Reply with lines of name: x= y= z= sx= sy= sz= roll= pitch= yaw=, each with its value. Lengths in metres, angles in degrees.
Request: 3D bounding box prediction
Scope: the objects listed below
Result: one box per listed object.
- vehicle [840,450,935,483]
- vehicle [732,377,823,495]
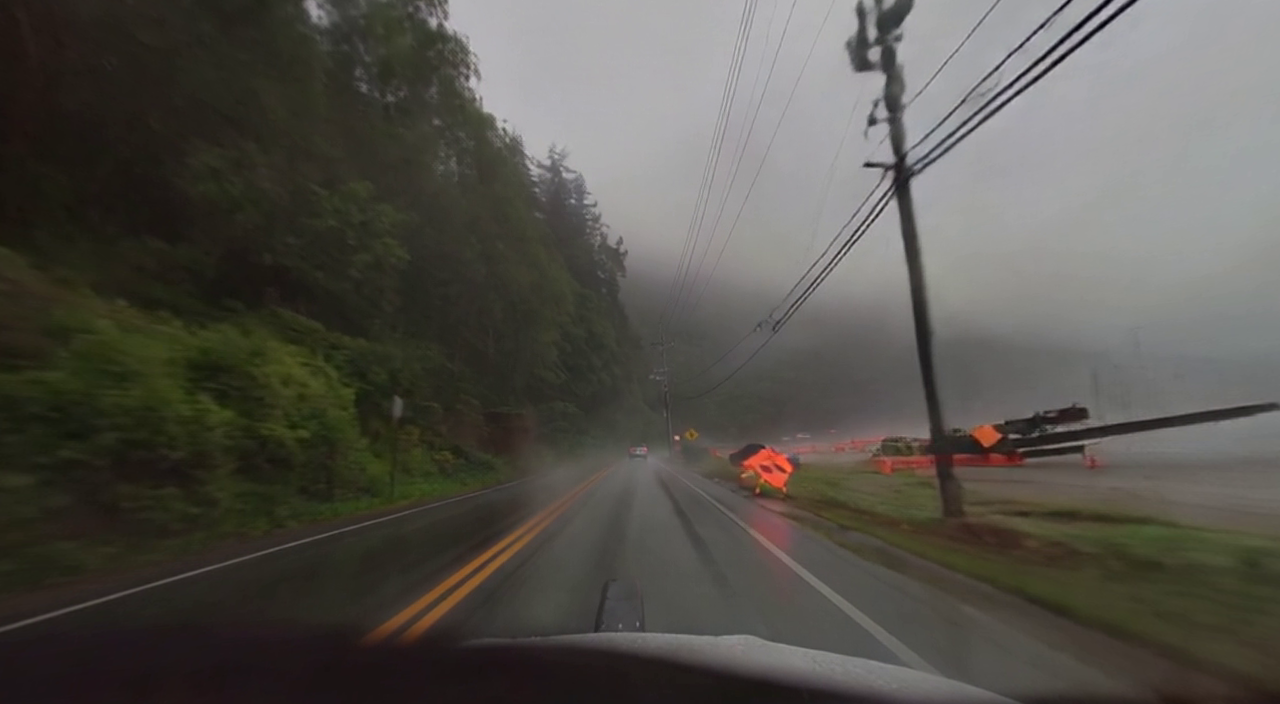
vehicle: x=12.219 y=5.595 z=31.090 sx=4.715 sy=1.469 sz=1.900 roll=6 pitch=-9 yaw=-32
vehicle: x=4.068 y=2.523 z=19.060 sx=2.374 sy=3.357 sz=1.724 roll=0 pitch=-9 yaw=4
